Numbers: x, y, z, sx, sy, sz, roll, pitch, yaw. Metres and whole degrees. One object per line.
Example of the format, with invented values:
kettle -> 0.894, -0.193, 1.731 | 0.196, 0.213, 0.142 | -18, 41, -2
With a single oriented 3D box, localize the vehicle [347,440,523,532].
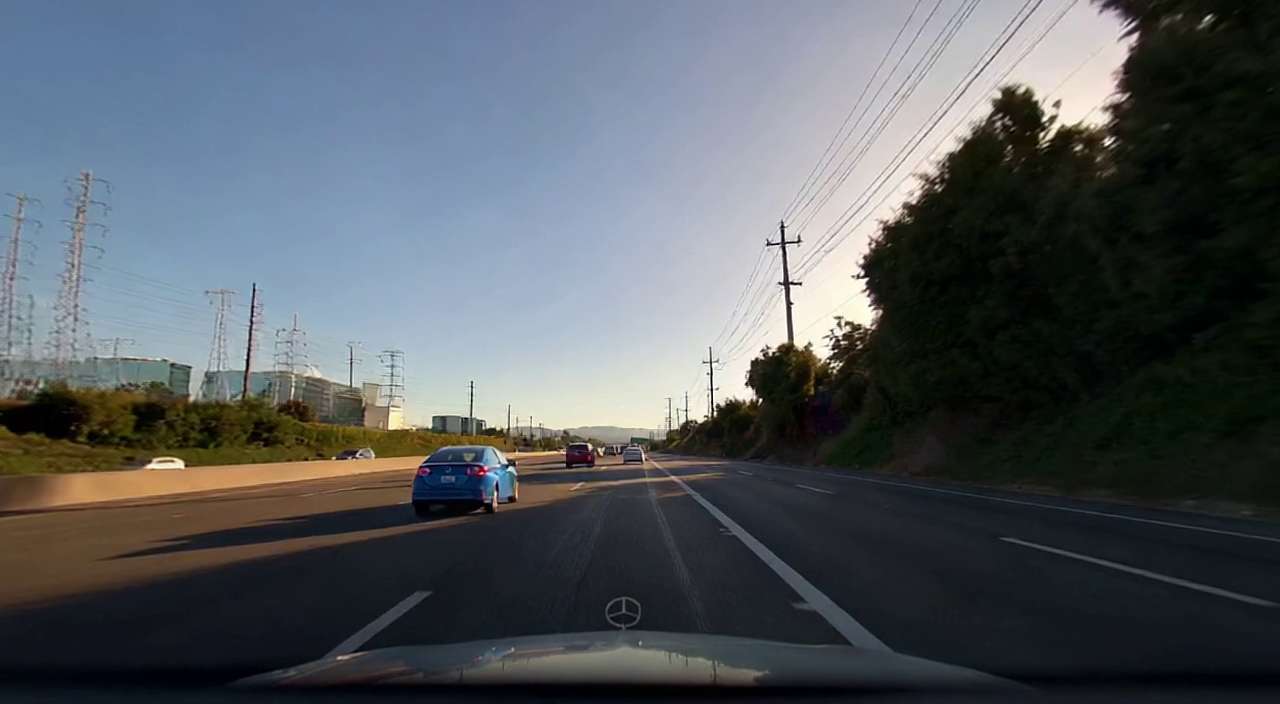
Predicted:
vehicle -> -3.662, 2.459, 12.215 | 1.938, 1.444, 4.206 | 0, -8, 1

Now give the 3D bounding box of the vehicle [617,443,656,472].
vehicle -> -0.209, 5.788, 34.928 | 2.030, 1.471, 4.115 | 0, -8, 0

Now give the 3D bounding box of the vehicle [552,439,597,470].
vehicle -> -3.930, 6.239, 38.591 | 2.244, 1.752, 4.439 | 0, -8, 1

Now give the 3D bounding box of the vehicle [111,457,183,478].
vehicle -> -38.001, 8.916, 48.850 | 1.905, 1.445, 4.531 | 0, -8, 0
